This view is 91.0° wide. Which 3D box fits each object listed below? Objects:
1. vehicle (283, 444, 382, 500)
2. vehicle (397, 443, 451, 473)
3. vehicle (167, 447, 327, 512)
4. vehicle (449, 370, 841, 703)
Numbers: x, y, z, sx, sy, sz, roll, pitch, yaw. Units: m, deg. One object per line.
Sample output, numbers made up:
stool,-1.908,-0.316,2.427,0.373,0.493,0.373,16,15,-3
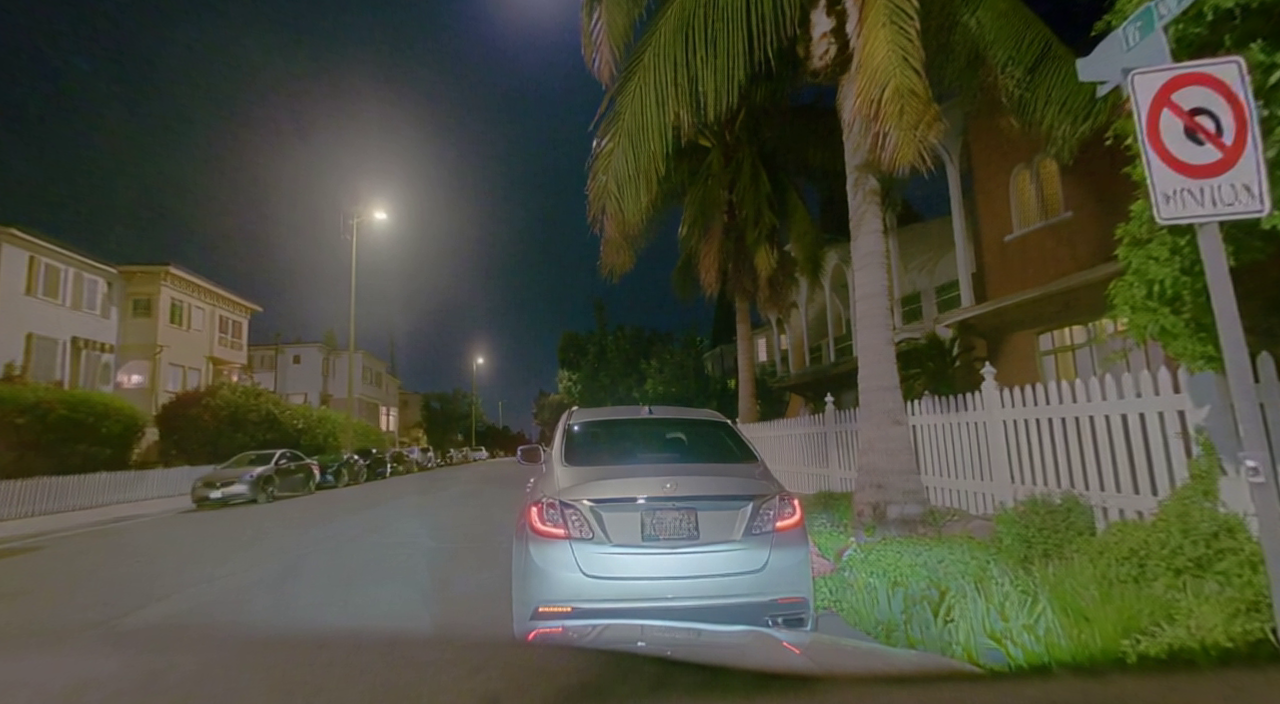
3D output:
vehicle,-12.156,4.711,25.250,2.048,1.485,4.757,-4,-4,-7
vehicle,-13.174,6.472,38.710,2.060,1.689,4.999,1,-8,-7
vehicle,-11.398,3.662,18.793,2.017,1.627,5.039,1,-8,-7
vehicle,-0.135,1.216,4.998,1.894,1.695,3.795,1,-8,-6
